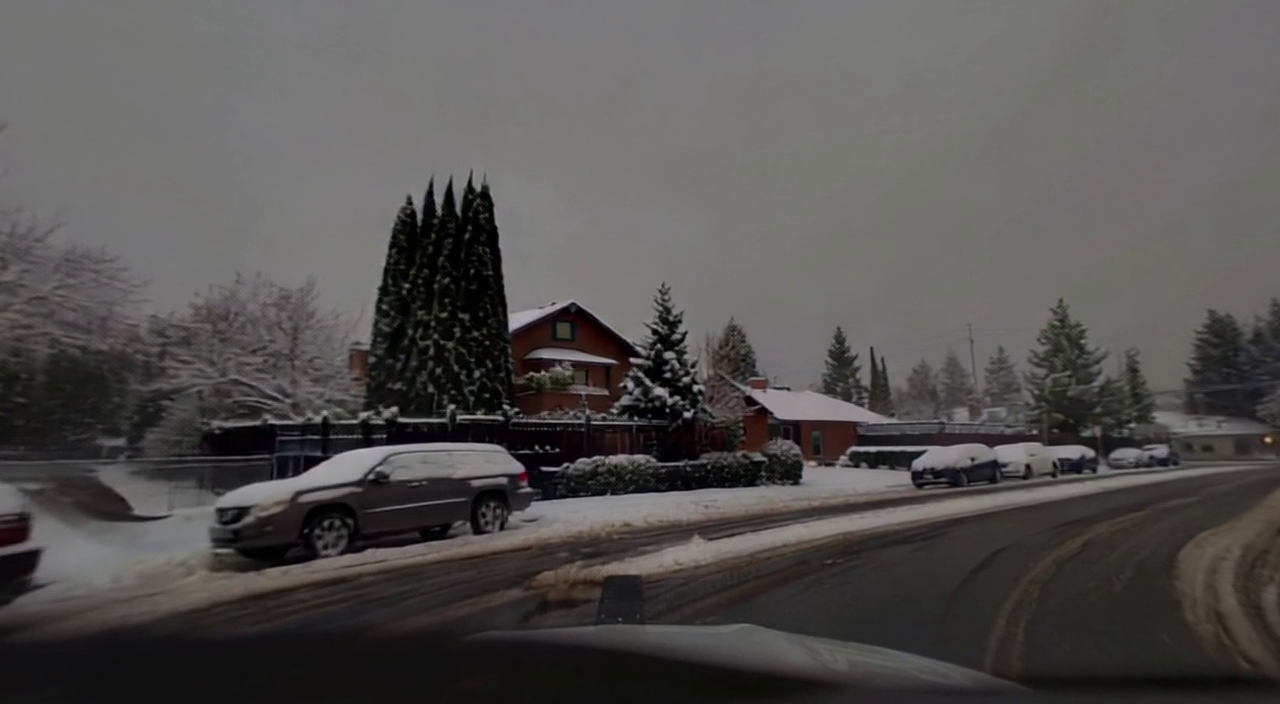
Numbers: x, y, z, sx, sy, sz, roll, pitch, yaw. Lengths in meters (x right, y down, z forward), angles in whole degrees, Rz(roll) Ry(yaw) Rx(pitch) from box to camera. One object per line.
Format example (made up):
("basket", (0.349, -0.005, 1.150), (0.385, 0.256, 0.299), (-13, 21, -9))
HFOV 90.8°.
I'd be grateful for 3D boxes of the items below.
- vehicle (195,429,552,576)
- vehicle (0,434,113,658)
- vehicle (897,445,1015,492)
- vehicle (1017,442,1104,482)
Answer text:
("vehicle", (-3.493, 1.955, 9.121), (2.082, 1.547, 4.217), (-6, -10, 34))
("vehicle", (-5.370, 1.081, 2.750), (1.943, 1.475, 4.701), (-4, -10, 3))
("vehicle", (11.263, 4.043, 22.379), (4.731, 1.478, 1.930), (7, -11, -40))
("vehicle", (19.273, 4.968, 28.903), (4.221, 1.673, 1.918), (6, -11, -38))
